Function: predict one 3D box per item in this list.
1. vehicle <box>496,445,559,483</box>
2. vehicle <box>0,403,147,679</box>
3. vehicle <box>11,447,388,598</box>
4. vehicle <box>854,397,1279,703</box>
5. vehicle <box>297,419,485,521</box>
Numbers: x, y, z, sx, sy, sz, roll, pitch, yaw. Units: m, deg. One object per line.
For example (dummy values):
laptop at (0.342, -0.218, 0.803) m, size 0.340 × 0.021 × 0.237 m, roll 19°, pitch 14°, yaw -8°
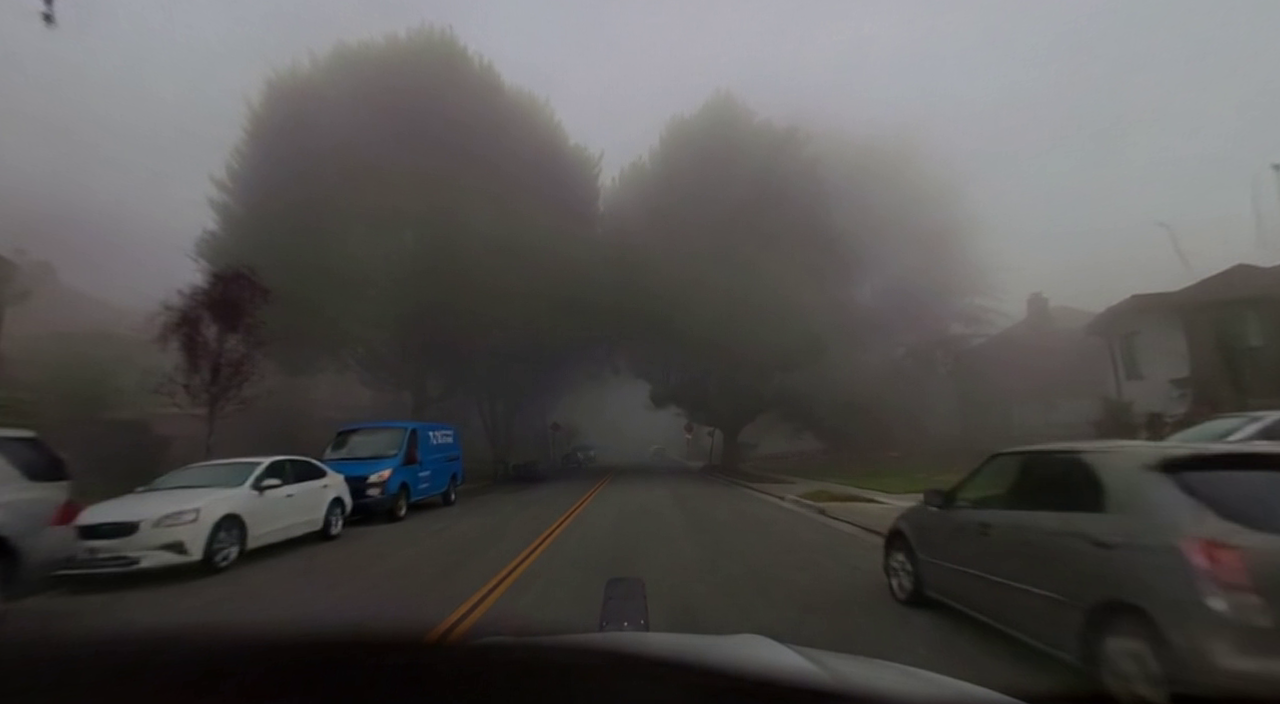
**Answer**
vehicle at (-5.001, 5.004, 28.624) m, size 2.038 × 1.571 × 4.524 m, roll 0°, pitch -8°, yaw 0°
vehicle at (-5.433, 1.119, 3.168) m, size 2.090 × 1.855 × 4.494 m, roll 0°, pitch -8°, yaw 2°
vehicle at (-5.568, 2.136, 8.963) m, size 1.909 × 1.517 × 4.580 m, roll 0°, pitch -8°, yaw 2°
vehicle at (3.246, 1.238, 4.372) m, size 1.945 × 1.514 × 4.552 m, roll 0°, pitch -8°, yaw 0°
vehicle at (-5.594, 2.725, 15.200) m, size 2.315 × 2.008 × 5.343 m, roll 0°, pitch -8°, yaw 0°
